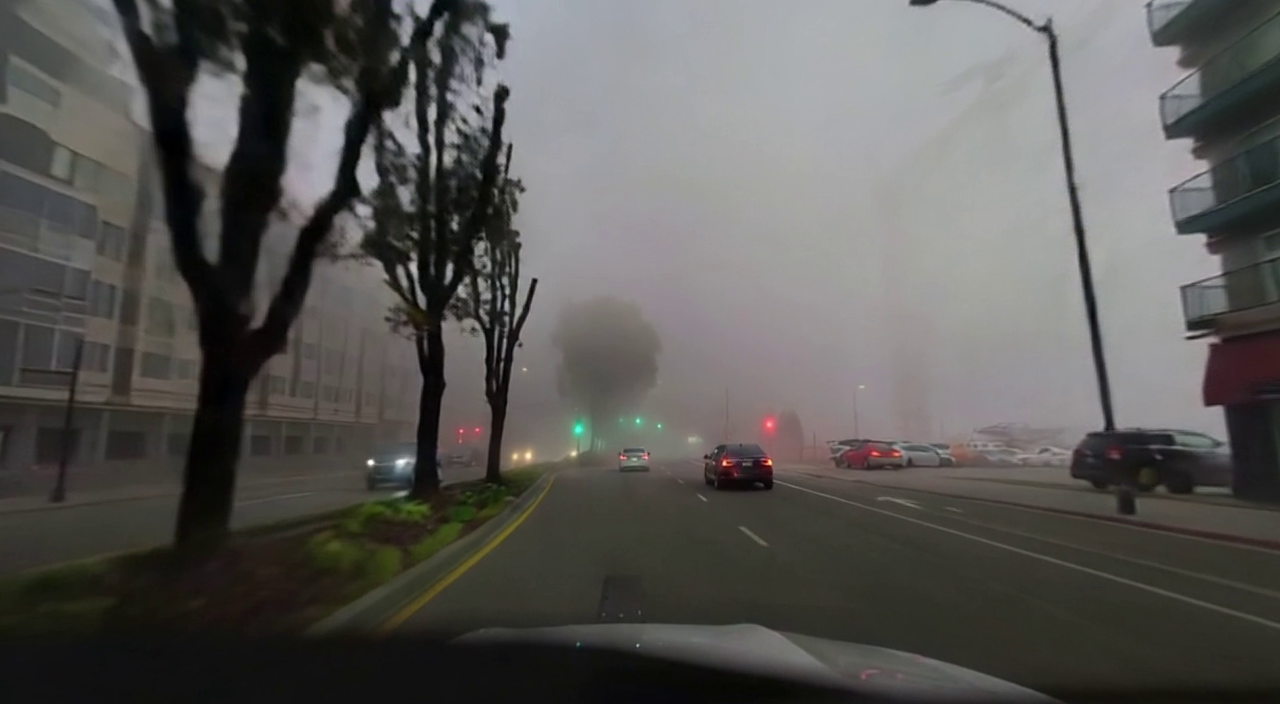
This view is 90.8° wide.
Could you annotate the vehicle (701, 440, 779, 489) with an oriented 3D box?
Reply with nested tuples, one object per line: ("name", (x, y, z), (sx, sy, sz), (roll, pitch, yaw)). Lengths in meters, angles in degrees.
("vehicle", (3.275, 3.781, 21.527), (1.910, 1.474, 4.003), (0, -9, -1))

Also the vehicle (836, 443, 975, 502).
("vehicle", (7.407, 3.385, 18.212), (1.893, 1.455, 4.571), (0, -9, -2))

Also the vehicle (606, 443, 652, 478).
("vehicle", (-0.481, 4.952, 29.146), (2.006, 1.487, 3.535), (0, -9, 0))

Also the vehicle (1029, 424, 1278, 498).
("vehicle", (13.067, 2.801, 16.353), (4.622, 1.761, 1.986), (0, -9, 1))

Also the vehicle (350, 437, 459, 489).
("vehicle", (-8.062, 3.843, 22.172), (2.072, 1.623, 4.564), (0, -9, 0))

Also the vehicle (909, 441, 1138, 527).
("vehicle", (7.570, 2.622, 13.180), (1.883, 1.452, 4.598), (0, -9, 0))
